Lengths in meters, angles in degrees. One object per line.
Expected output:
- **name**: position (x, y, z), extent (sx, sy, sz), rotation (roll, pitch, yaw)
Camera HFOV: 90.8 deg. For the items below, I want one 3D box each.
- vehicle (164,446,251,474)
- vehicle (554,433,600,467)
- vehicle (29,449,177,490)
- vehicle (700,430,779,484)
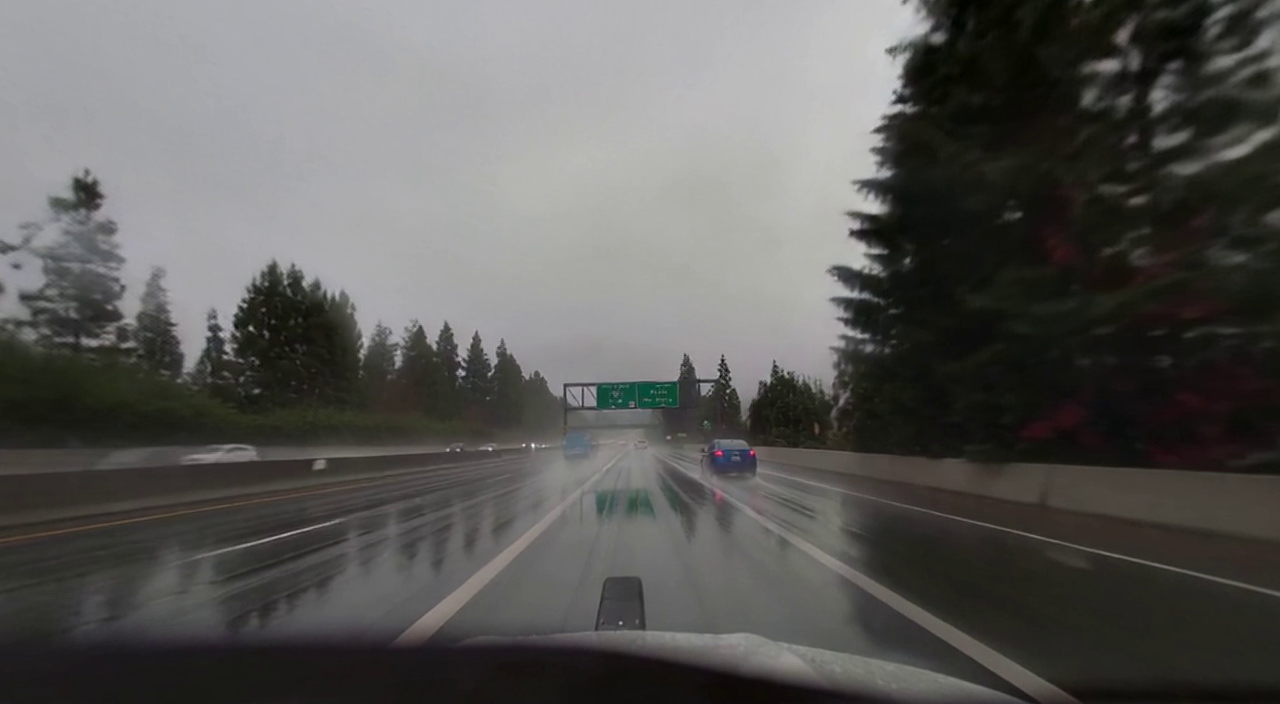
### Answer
- **vehicle**: position (-25.020, 6.242, 36.812), extent (1.891, 1.540, 4.593), rotation (0, -9, -1)
- **vehicle**: position (-3.523, 5.602, 36.103), extent (2.173, 1.793, 4.564), rotation (0, -9, 0)
- **vehicle**: position (-21.178, 4.607, 25.240), extent (1.951, 1.473, 4.542), rotation (0, -9, -1)
- **vehicle**: position (3.376, 3.689, 22.347), extent (2.053, 1.714, 4.097), rotation (0, -9, -1)
